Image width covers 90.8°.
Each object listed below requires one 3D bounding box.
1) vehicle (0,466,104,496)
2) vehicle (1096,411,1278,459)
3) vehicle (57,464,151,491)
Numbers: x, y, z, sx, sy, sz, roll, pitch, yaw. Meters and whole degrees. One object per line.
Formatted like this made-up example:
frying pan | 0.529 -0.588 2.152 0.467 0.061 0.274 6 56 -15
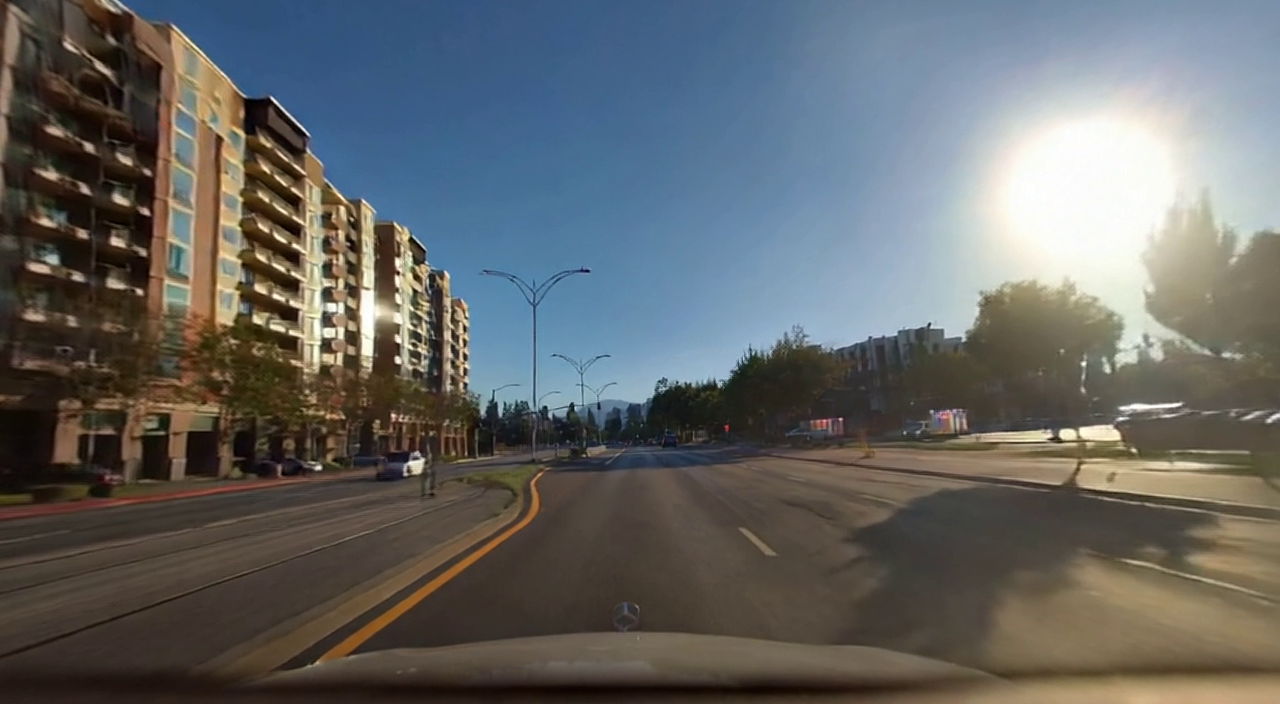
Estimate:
vehicle | -30.306 6.618 32.571 3.705 1.403 1.762 -1 -8 2
vehicle | 20.130 3.107 23.442 4.745 1.675 2.096 0 -8 0
vehicle | -29.717 6.955 35.084 3.603 1.373 1.712 0 -8 0
